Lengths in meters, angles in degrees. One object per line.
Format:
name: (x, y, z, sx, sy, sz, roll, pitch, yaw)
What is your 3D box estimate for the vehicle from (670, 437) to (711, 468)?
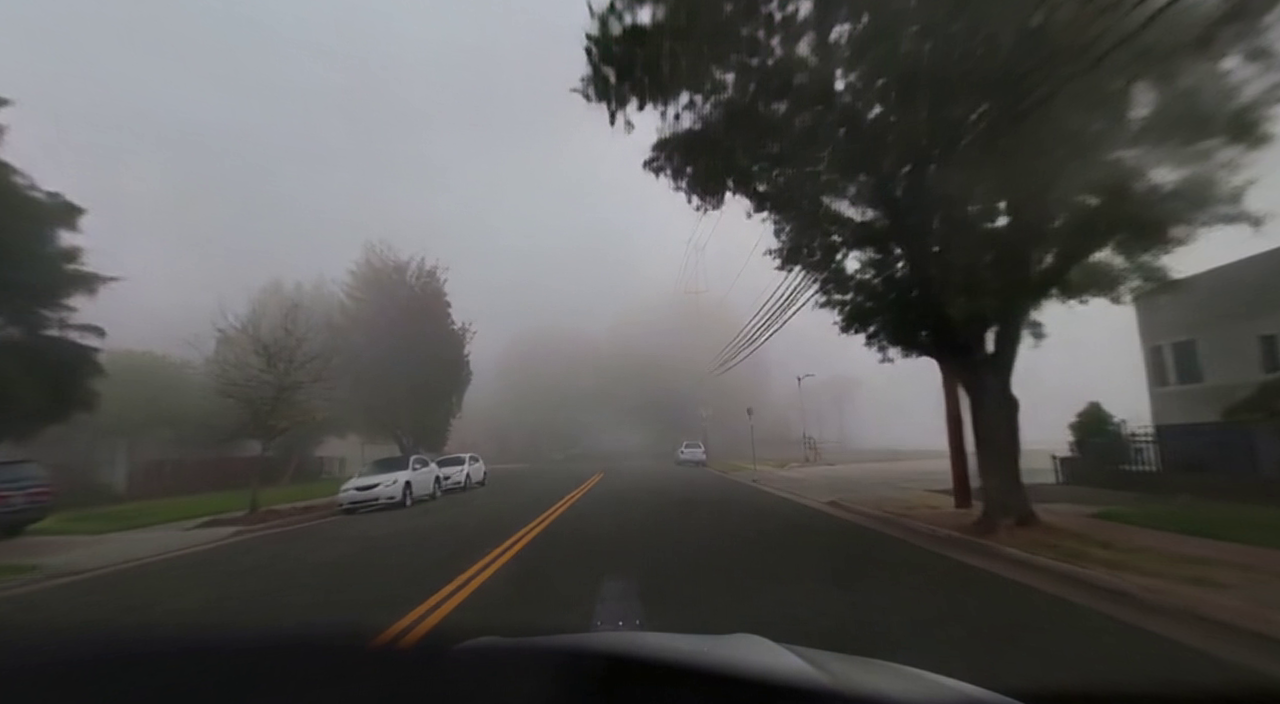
vehicle: (3.103, 6.341, 40.116, 2.138, 1.820, 5.218, 0, -8, 0)

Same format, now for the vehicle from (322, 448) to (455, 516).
vehicle: (-6.669, 3.452, 17.314, 1.887, 1.460, 4.444, -4, -8, -1)
